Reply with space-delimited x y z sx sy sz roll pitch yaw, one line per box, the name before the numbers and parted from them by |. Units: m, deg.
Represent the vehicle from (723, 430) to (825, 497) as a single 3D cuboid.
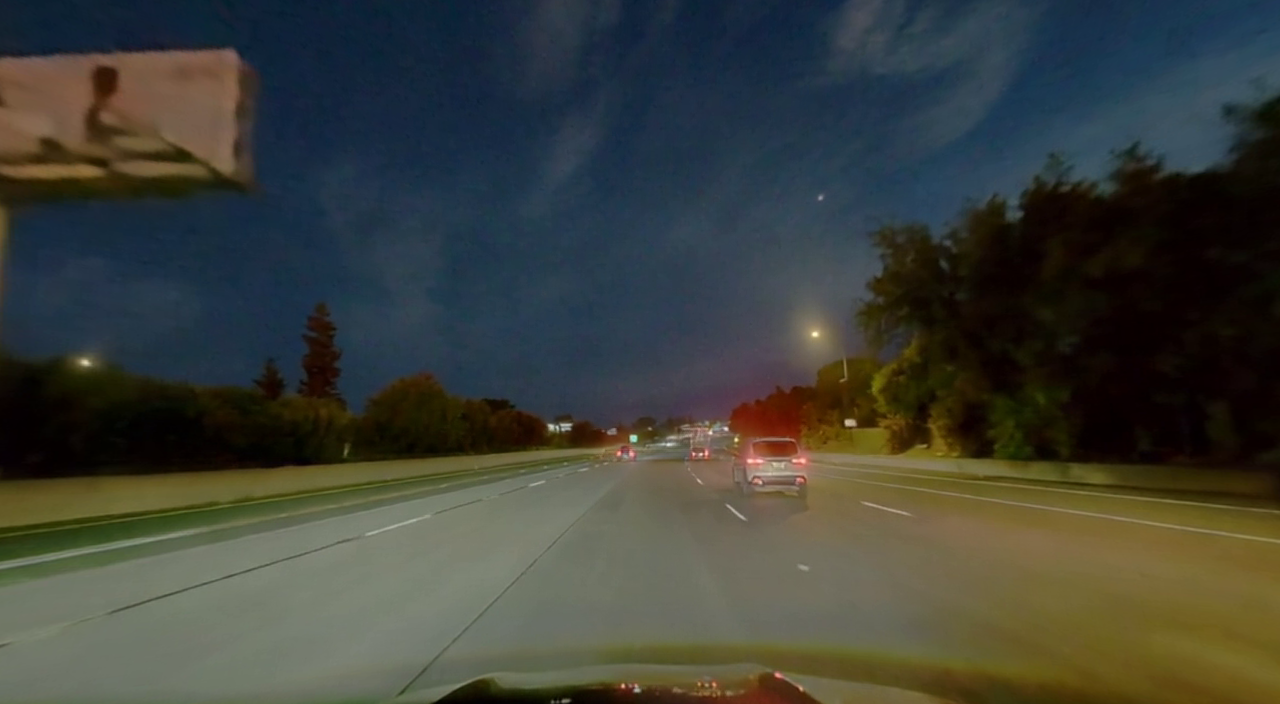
vehicle | 3.859 3.294 19.001 2.075 1.743 4.410 0 -9 0
